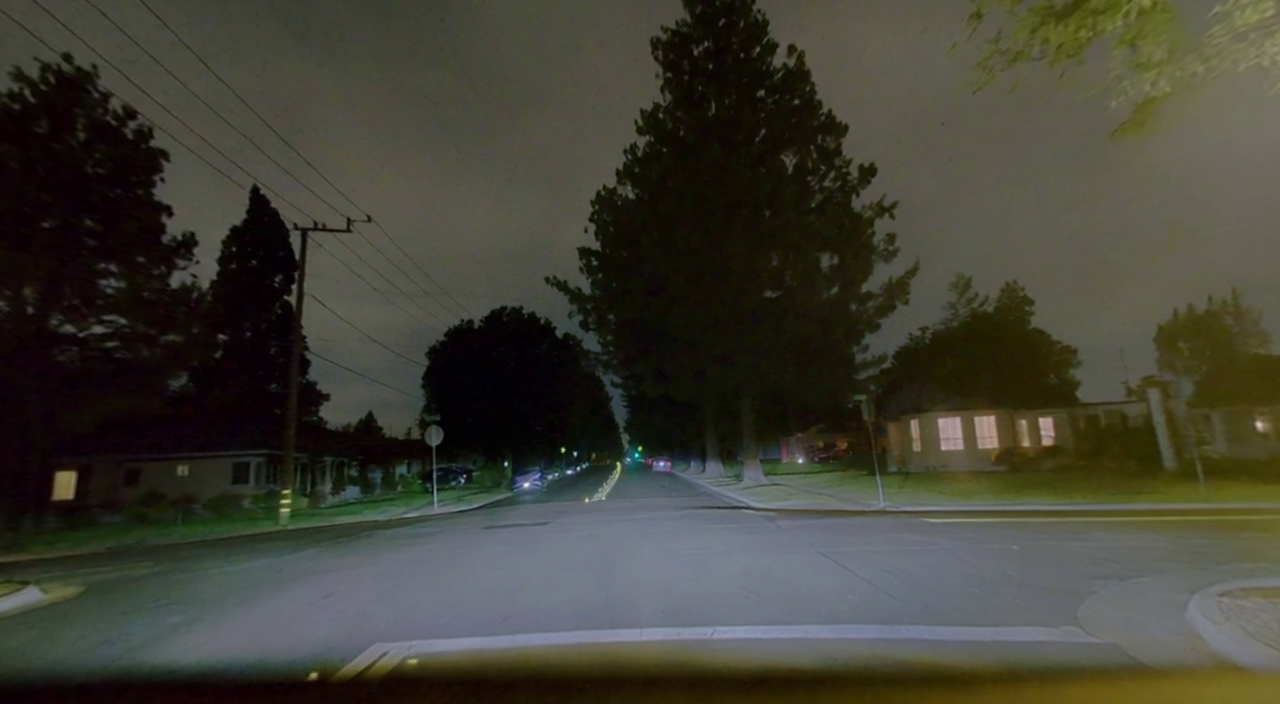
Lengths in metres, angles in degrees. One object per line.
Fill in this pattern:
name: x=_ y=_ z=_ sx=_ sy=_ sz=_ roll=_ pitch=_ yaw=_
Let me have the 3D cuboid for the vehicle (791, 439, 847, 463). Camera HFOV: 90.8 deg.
vehicle: x=12.416 y=6.910 z=43.999 sx=3.563 sy=1.551 sz=1.916 roll=-2 pitch=-9 yaw=12

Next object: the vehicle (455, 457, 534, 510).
vehicle: x=-6.205 y=5.645 z=27.526 sx=2.149 sy=1.823 sz=4.613 roll=-6 pitch=-9 yaw=1

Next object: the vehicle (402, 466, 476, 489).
vehicle: x=-14.207 y=8.877 z=44.678 sx=4.601 sy=1.486 sz=1.876 roll=-2 pitch=-9 yaw=12

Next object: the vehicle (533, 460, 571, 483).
vehicle: x=-6.543 y=8.939 z=47.440 sx=2.133 sy=1.525 sz=4.401 roll=-4 pitch=-10 yaw=0
